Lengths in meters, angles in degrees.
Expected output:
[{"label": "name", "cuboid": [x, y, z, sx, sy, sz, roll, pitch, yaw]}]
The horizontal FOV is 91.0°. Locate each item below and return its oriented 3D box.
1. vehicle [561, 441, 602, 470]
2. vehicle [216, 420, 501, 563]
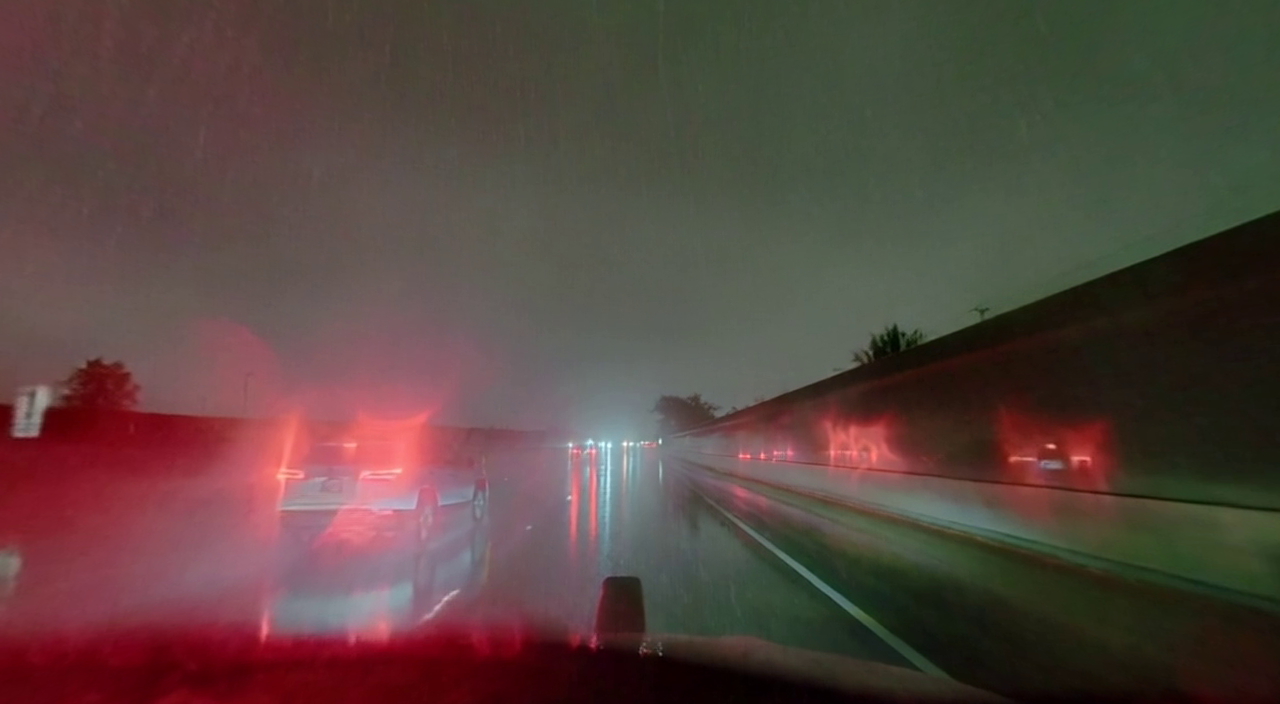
[{"label": "vehicle", "cuboid": [-3.593, 6.459, 39.637, 2.133, 1.683, 4.340, 0, -9, 0]}, {"label": "vehicle", "cuboid": [-3.646, 1.891, 9.245, 2.195, 1.573, 4.176, 0, -9, 1]}]
